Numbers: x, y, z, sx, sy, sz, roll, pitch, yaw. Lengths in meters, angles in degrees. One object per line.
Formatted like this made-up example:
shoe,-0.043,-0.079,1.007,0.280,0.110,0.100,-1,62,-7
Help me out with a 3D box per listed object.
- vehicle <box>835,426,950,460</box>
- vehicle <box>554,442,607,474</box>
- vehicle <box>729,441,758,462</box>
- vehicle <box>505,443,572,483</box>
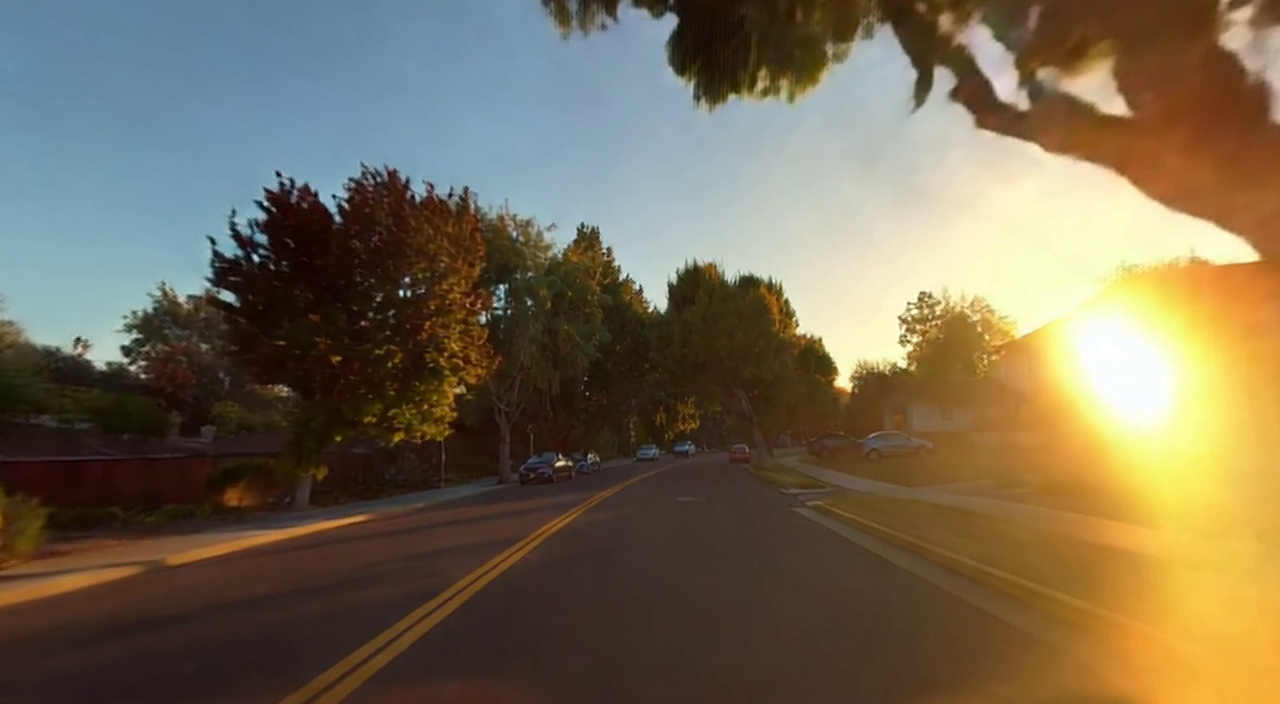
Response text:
vehicle,12.237,4.437,30.839,4.744,1.507,1.953,-1,-8,4
vehicle,-3.307,6.050,35.749,1.972,1.536,4.347,-2,-13,8
vehicle,8.065,7.710,48.943,1.972,1.460,4.137,-2,-8,11
vehicle,-4.473,5.092,28.579,1.886,1.494,4.149,-2,-13,7
